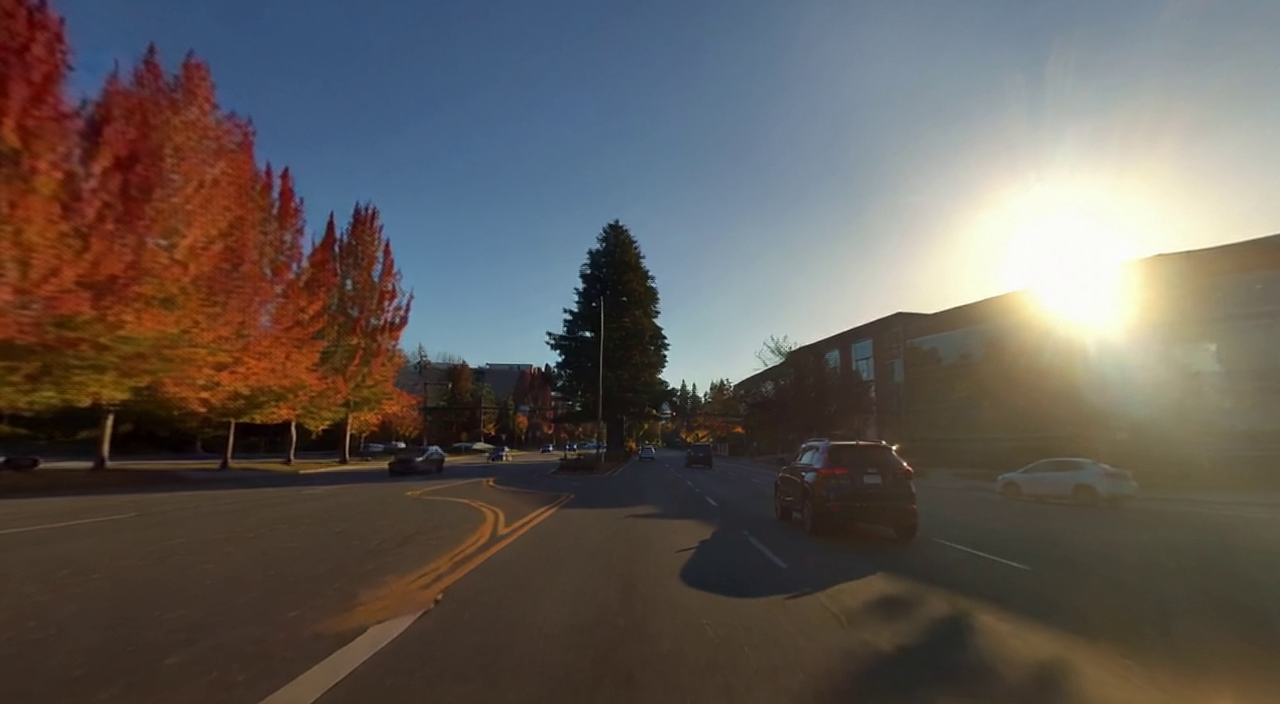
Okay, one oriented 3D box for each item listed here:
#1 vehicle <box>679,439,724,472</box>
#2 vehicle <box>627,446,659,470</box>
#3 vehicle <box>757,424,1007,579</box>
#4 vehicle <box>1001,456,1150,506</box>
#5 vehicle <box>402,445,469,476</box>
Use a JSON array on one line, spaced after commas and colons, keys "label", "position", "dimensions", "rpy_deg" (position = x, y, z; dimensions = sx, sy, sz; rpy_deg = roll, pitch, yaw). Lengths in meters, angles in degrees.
[{"label": "vehicle", "position": [3.651, 6.240, 38.111], "dimensions": [2.154, 1.844, 4.634], "rpy_deg": [0, -8, -1]}, {"label": "vehicle", "position": [0.182, 6.878, 41.232], "dimensions": [1.991, 1.477, 3.814], "rpy_deg": [0, -8, 0]}, {"label": "vehicle", "position": [2.975, 1.902, 8.799], "dimensions": [1.901, 1.634, 3.896], "rpy_deg": [1, -8, 0]}, {"label": "vehicle", "position": [16.413, 4.841, 24.040], "dimensions": [4.398, 1.634, 2.031], "rpy_deg": [-5, -10, 31]}, {"label": "vehicle", "position": [-10.863, 5.771, 33.821], "dimensions": [1.969, 1.488, 4.612], "rpy_deg": [0, -9, 1]}]
